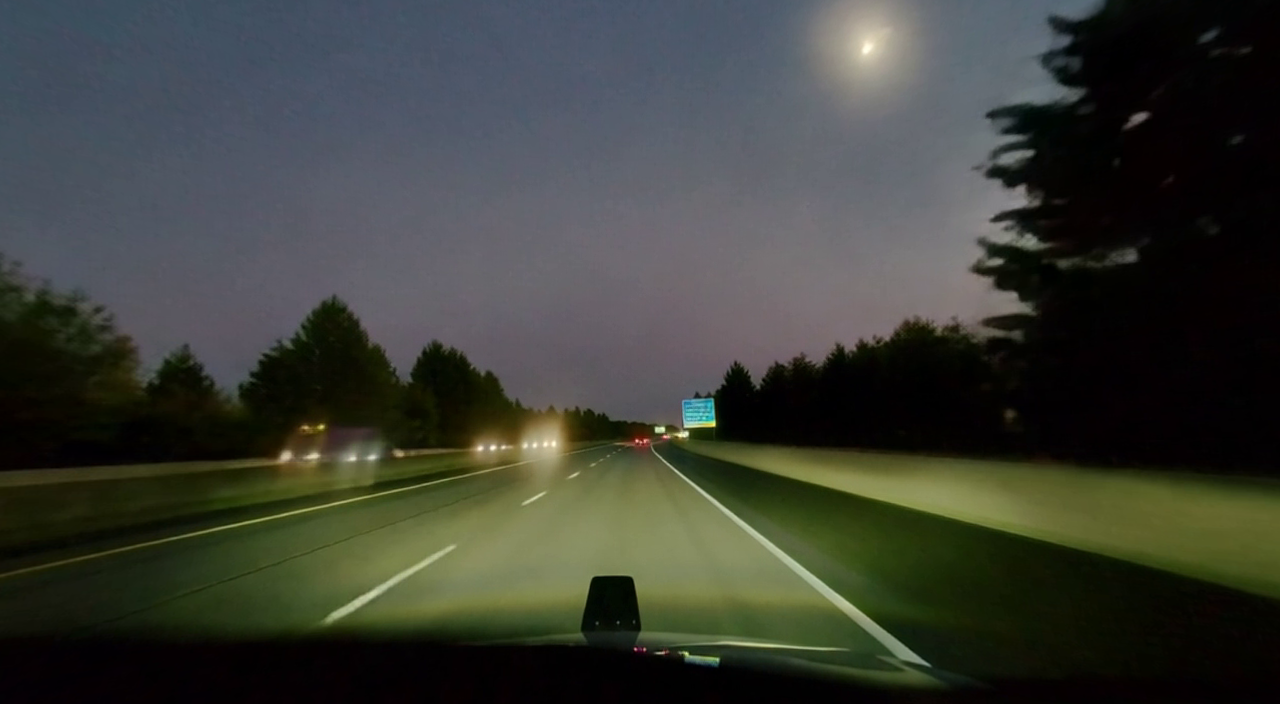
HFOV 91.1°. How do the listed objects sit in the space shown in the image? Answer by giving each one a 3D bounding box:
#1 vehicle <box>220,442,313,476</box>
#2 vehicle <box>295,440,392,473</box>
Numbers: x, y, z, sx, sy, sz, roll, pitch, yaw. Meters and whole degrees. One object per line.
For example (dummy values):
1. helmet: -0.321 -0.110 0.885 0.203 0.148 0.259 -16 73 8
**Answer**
1. vehicle: -17.935 5.121 30.474 1.979 1.497 4.154 0 -8 -1
2. vehicle: -13.808 4.848 29.697 2.081 1.380 5.160 0 -8 0
